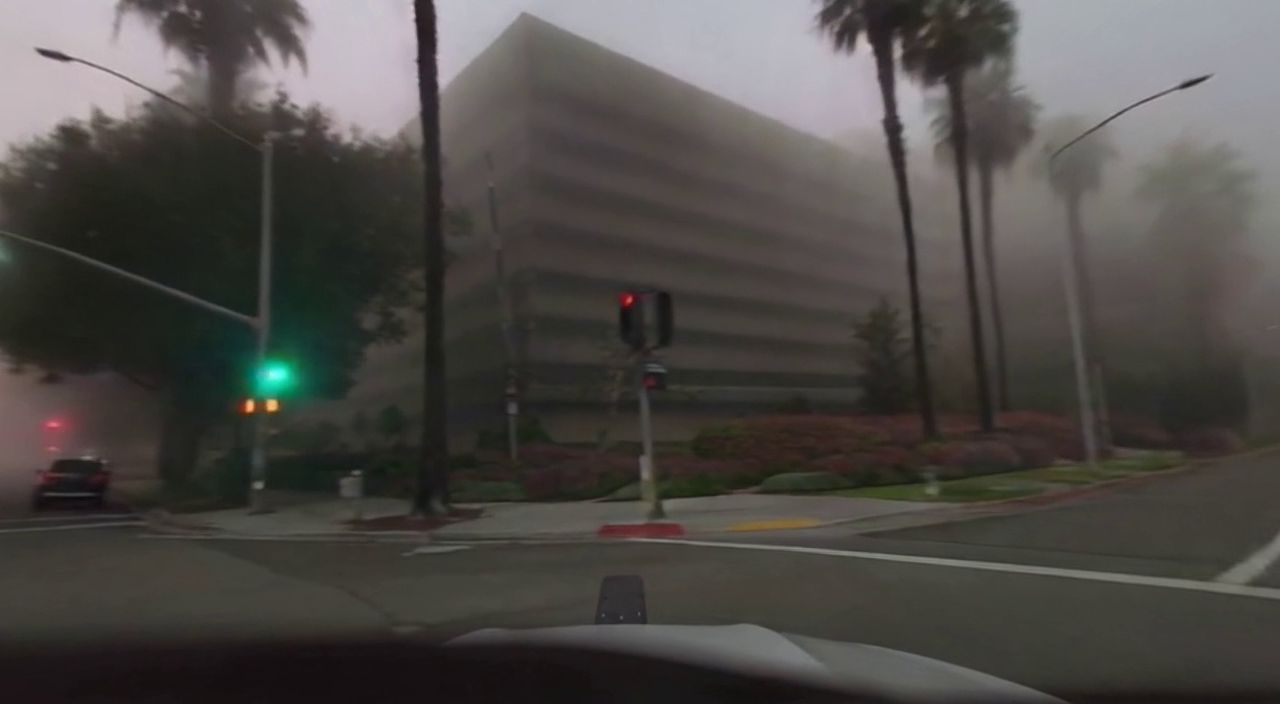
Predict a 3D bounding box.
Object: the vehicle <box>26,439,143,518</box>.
[{"bbox_3d":[-15.342,3.424,17.712,2.006,1.867,4.651,6,-10,-37],"label":"vehicle"}]
